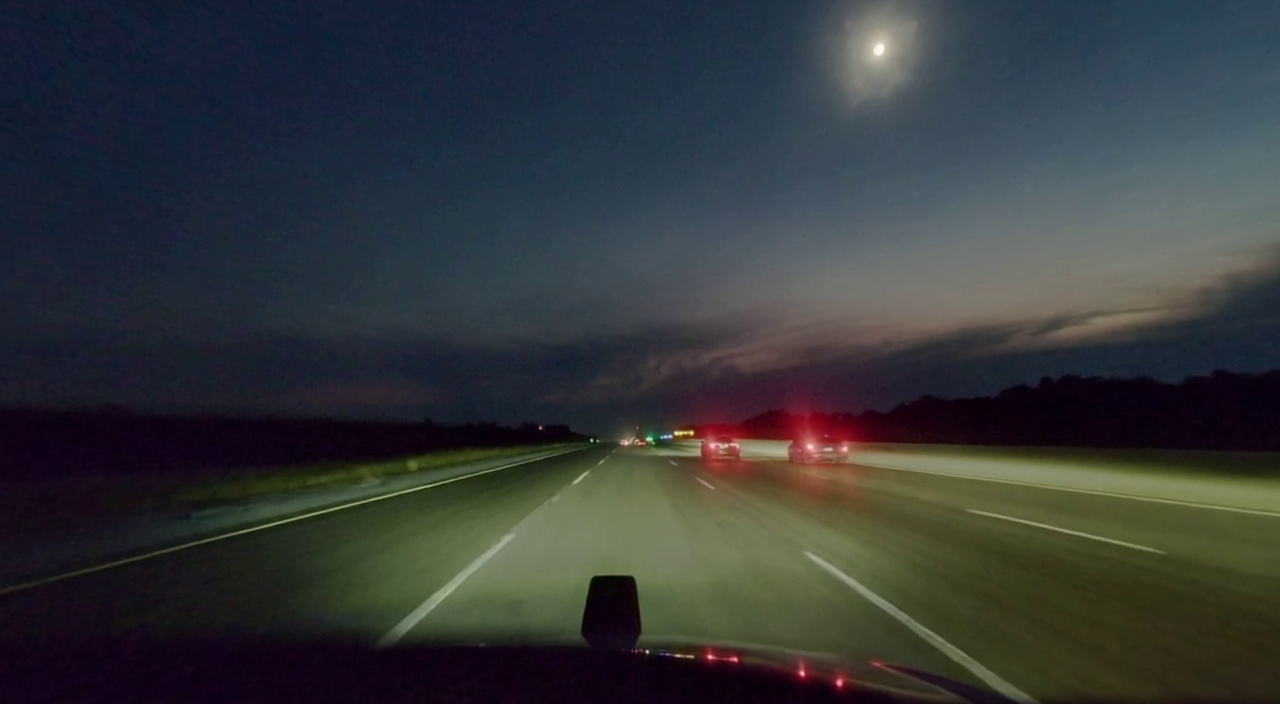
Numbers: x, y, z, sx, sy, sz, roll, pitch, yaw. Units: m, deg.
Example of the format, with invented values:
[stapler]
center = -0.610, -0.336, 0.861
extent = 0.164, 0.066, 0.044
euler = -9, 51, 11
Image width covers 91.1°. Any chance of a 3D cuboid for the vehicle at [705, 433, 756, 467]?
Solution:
[vehicle]
center = 4.240, 4.625, 30.007
extent = 1.802, 1.492, 3.804
euler = 0, -8, -1
